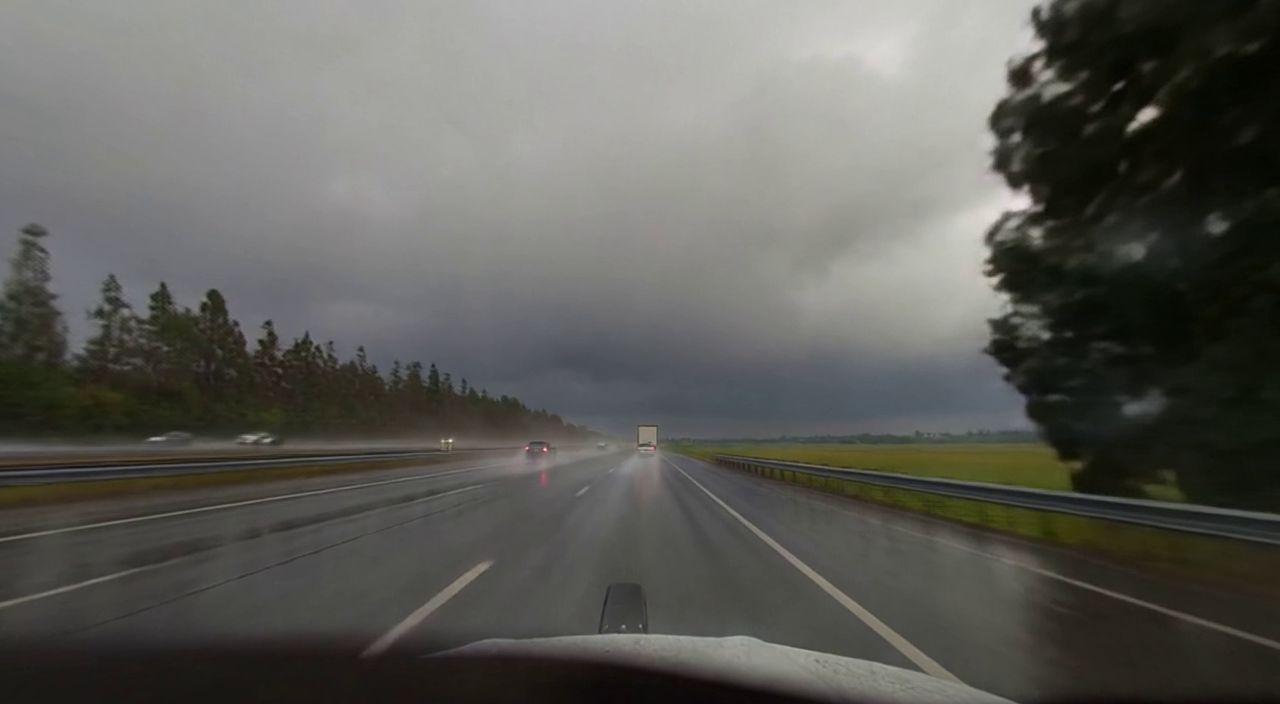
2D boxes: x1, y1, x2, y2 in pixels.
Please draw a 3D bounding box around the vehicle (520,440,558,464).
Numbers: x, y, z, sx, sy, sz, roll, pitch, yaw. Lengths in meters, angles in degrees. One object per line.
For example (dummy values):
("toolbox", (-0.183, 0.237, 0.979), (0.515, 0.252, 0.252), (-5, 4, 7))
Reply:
("vehicle", (-7.154, 7.116, 44.888), (1.972, 1.603, 3.891), (0, -8, 1))
